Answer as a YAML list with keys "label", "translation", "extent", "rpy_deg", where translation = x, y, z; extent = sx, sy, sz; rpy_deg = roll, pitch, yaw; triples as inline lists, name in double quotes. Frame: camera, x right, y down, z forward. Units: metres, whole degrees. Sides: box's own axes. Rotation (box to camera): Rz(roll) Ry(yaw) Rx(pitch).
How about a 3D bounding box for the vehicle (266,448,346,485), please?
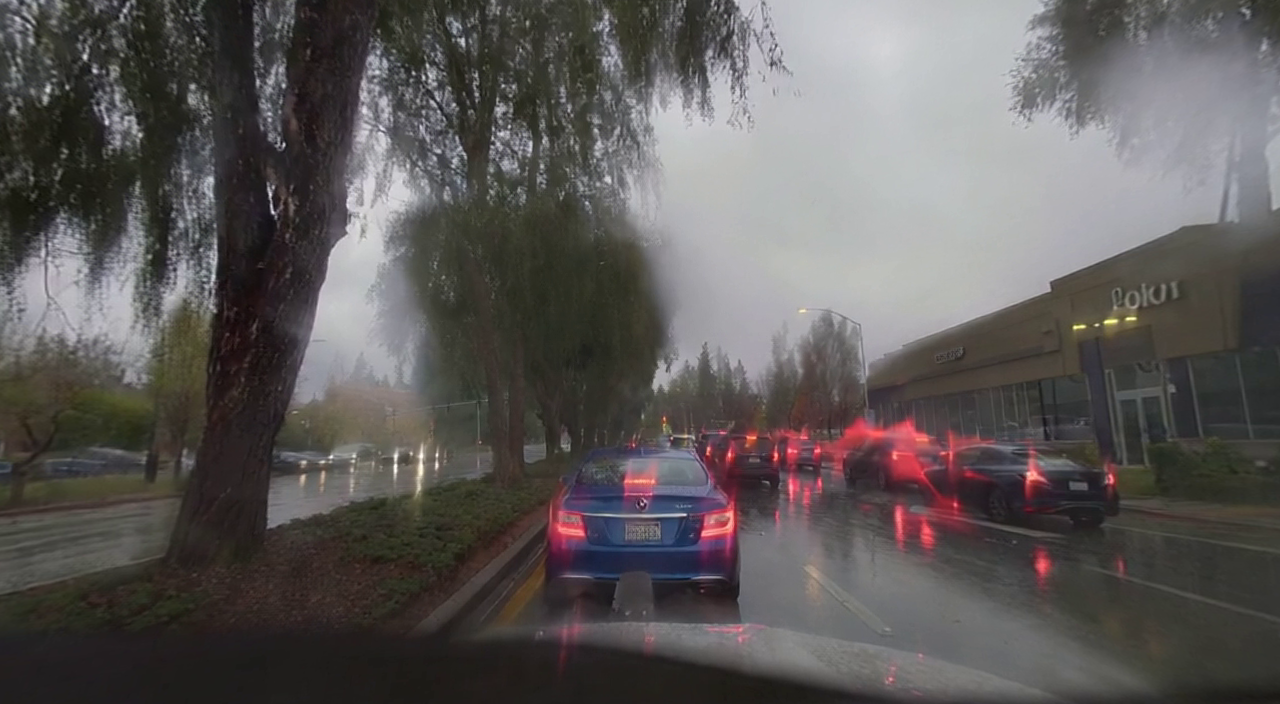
- label: "vehicle"
  translation: [-17.677, 5.988, 33.281]
  extent: [4.428, 1.743, 2.163]
  rpy_deg: [-7, -11, 40]

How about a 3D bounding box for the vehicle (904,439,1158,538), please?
- label: "vehicle"
  translation: [6.848, 2.394, 11.785]
  extent: [1.911, 1.468, 4.417]
  rpy_deg: [0, -8, 0]

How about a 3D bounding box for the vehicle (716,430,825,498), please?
- label: "vehicle"
  translation: [3.626, 3.201, 18.454]
  extent: [2.114, 1.736, 4.553]
  rpy_deg: [0, -8, -1]

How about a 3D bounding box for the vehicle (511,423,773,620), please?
- label: "vehicle"
  translation: [-0.013, 1.604, 7.017]
  extent: [1.977, 1.465, 4.376]
  rpy_deg: [0, -8, -1]
